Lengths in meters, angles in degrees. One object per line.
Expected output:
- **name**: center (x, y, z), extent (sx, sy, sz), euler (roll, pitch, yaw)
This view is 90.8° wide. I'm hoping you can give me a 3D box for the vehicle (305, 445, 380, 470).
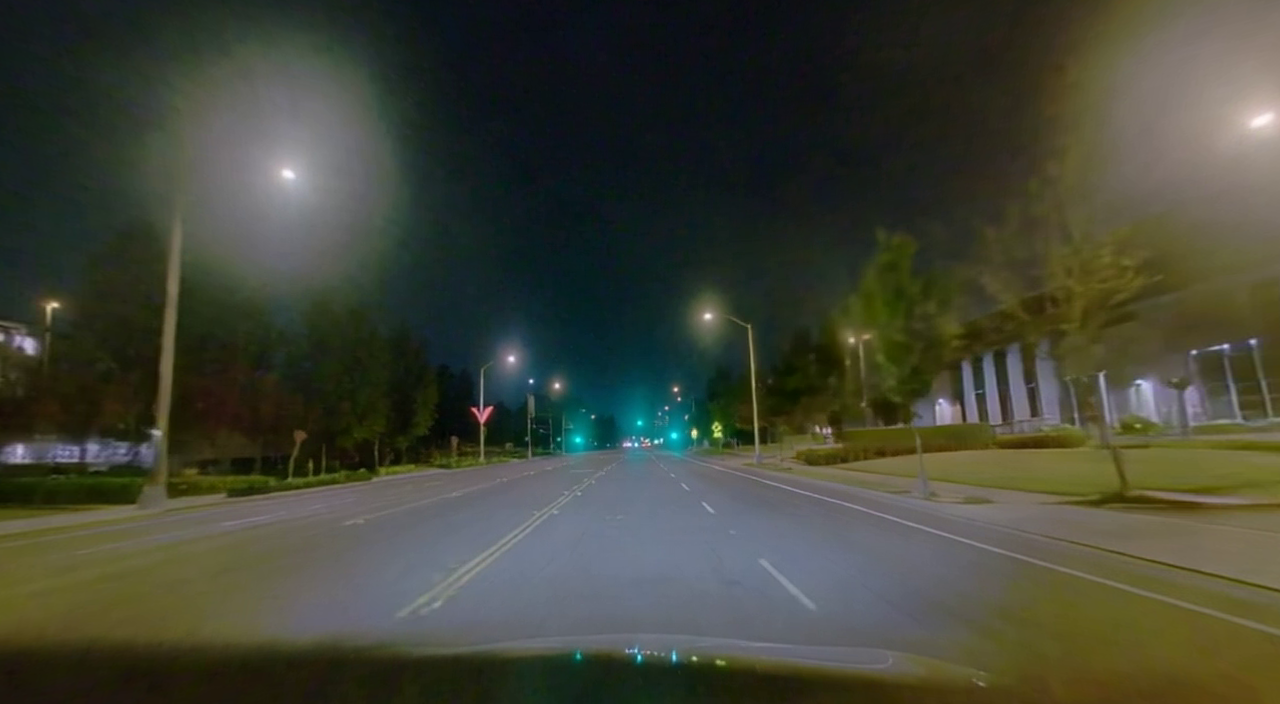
- **vehicle**: center (-23.166, 8.236, 49.291), extent (4.794, 1.869, 2.060), euler (-1, -9, 4)
